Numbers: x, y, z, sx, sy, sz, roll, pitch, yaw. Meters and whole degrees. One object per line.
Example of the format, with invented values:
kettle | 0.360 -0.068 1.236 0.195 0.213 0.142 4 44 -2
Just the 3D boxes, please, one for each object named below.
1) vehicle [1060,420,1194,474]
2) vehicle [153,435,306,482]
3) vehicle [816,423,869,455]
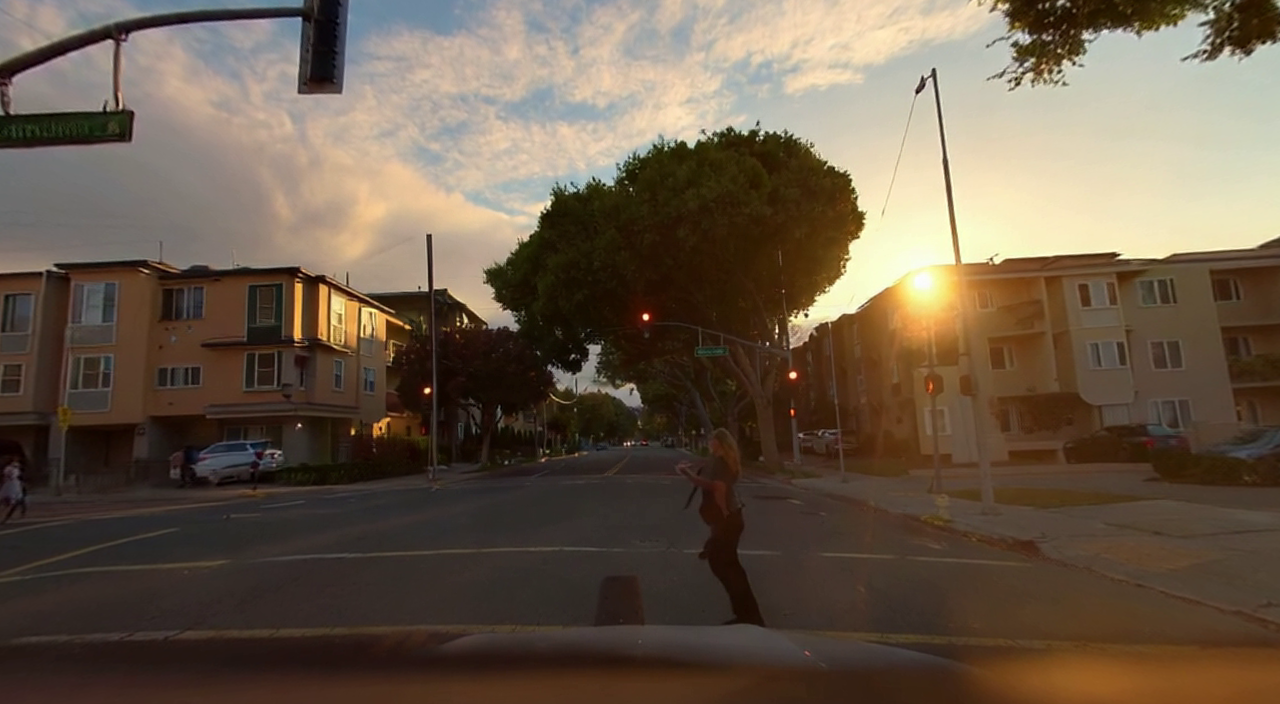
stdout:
vehicle | 17.088 3.362 22.457 2.013 1.722 4.007 -2 -9 10
vehicle | -18.964 4.921 29.445 5.468 1.854 2.283 -2 -8 -5
vehicle | 11.535 4.996 36.206 1.950 1.714 4.245 -1 -9 5
